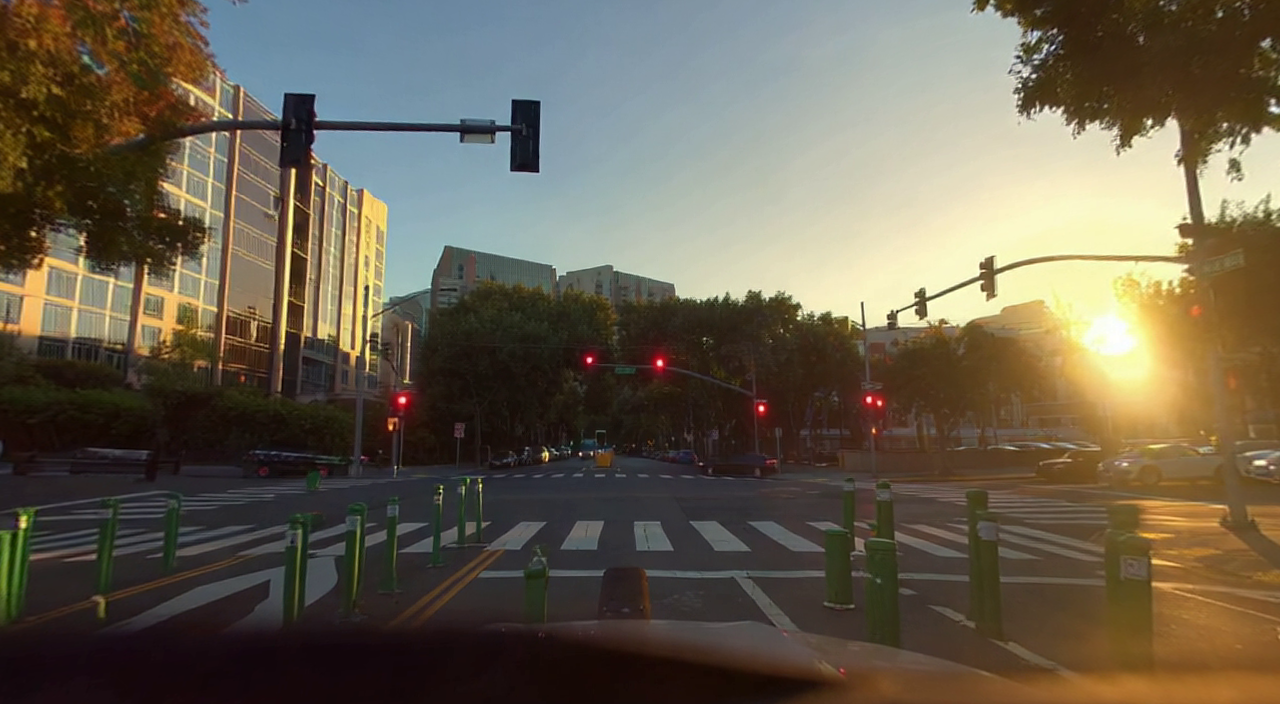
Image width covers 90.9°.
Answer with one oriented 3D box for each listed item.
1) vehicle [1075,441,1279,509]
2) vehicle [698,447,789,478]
[{"bbox_3d":[12.989,2.790,14.558,4.424,1.436,1.804,0,-8,5],"label":"vehicle"},{"bbox_3d":[5.495,5.896,33.768,4.368,1.522,1.972,-7,-11,36],"label":"vehicle"}]
